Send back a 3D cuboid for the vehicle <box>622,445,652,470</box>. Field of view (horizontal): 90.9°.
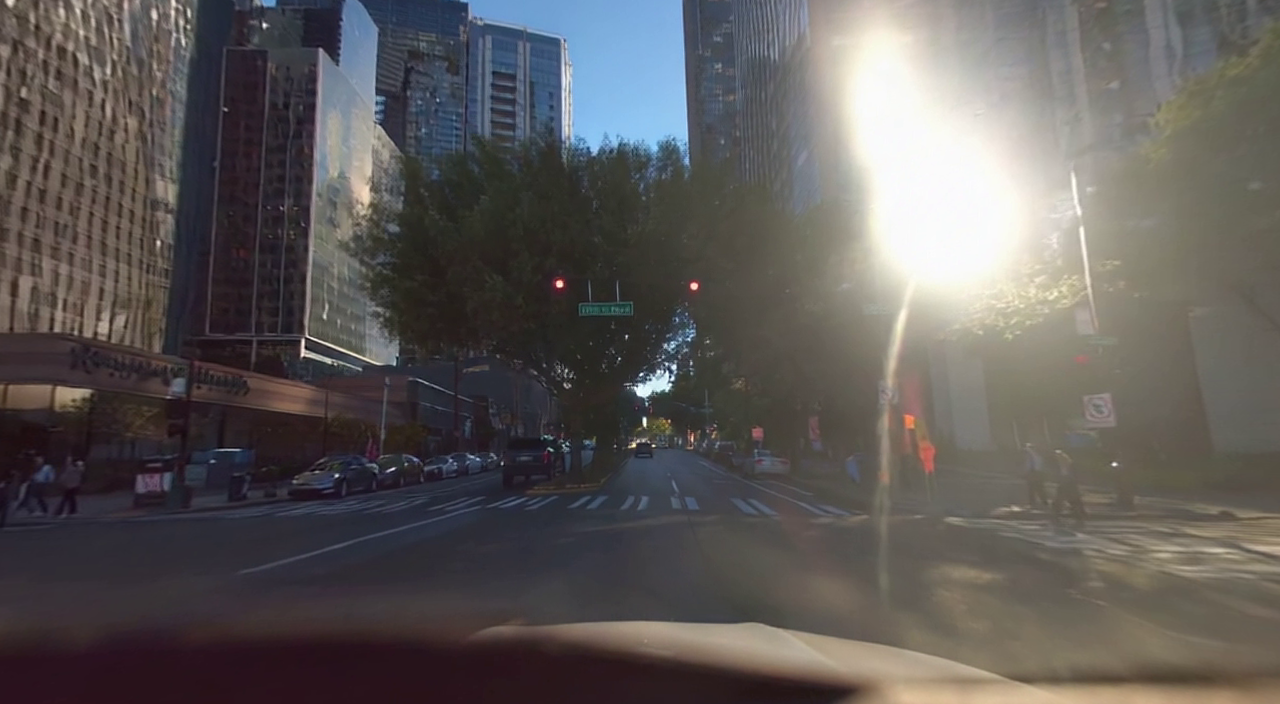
[{"bbox_3d":[-0.194,8.002,48.076,2.165,1.749,4.078,0,-8,0],"label":"vehicle"}]

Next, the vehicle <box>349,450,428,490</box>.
[{"bbox_3d":[-12.547,5.876,31.821,1.938,1.729,4.628,-3,-8,2],"label":"vehicle"}]

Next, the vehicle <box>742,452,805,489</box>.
[{"bbox_3d":[5.983,5.342,28.829,1.882,1.479,4.652,0,-8,0],"label":"vehicle"}]

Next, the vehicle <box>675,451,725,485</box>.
[{"bbox_3d":[2.742,5.397,29.561,1.919,1.371,3.583,1,-8,-1],"label":"vehicle"}]

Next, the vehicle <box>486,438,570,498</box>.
[{"bbox_3d":[-3.882,4.038,22.601,2.176,1.804,4.740,-2,-8,-1],"label":"vehicle"}]

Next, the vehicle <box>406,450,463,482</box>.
[{"bbox_3d":[-12.287,6.827,37.992,1.854,1.727,4.426,0,-8,0],"label":"vehicle"}]

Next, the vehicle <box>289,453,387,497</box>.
[{"bbox_3d":[-12.721,5.177,26.880,2.118,1.644,4.188,0,-8,-1],"label":"vehicle"}]
